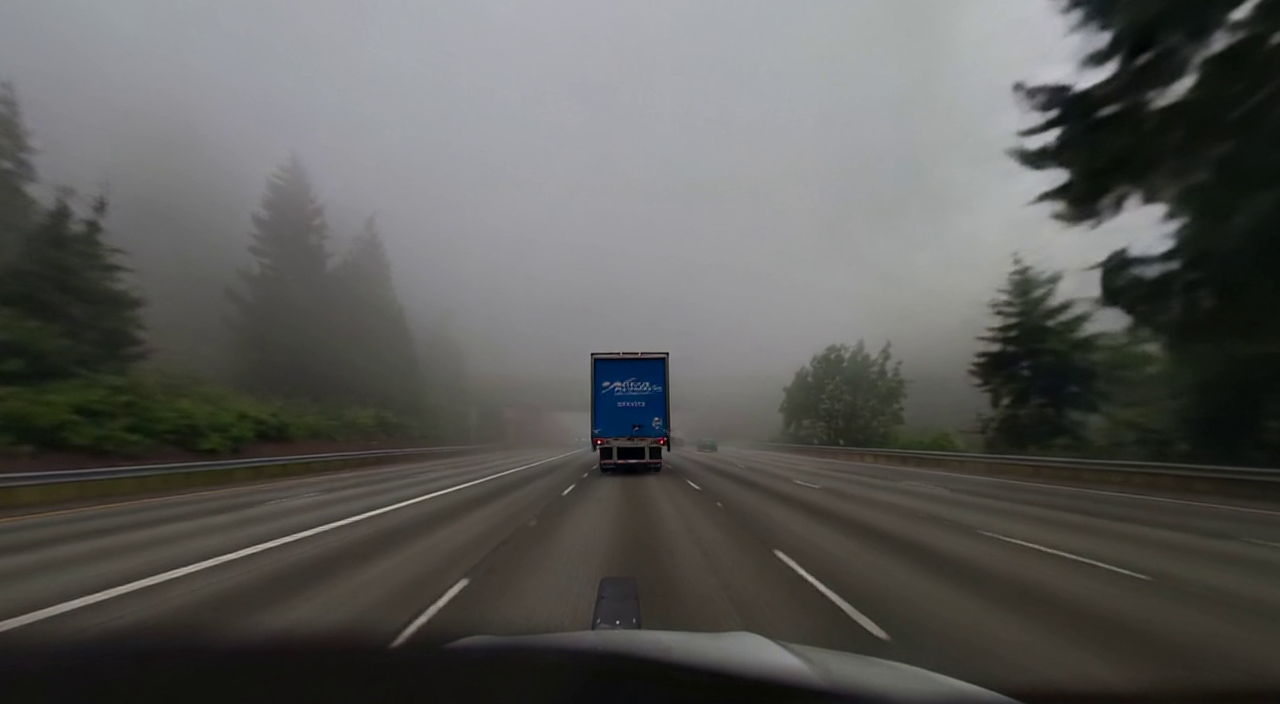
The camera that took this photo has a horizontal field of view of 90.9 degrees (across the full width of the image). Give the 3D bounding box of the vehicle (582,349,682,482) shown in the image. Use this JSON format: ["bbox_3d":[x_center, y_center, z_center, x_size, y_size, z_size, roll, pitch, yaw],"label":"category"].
[{"bbox_3d":[-0.467,2.501,23.545,2.895,3.861,10.213,0,-8,-3],"label":"vehicle"}]
